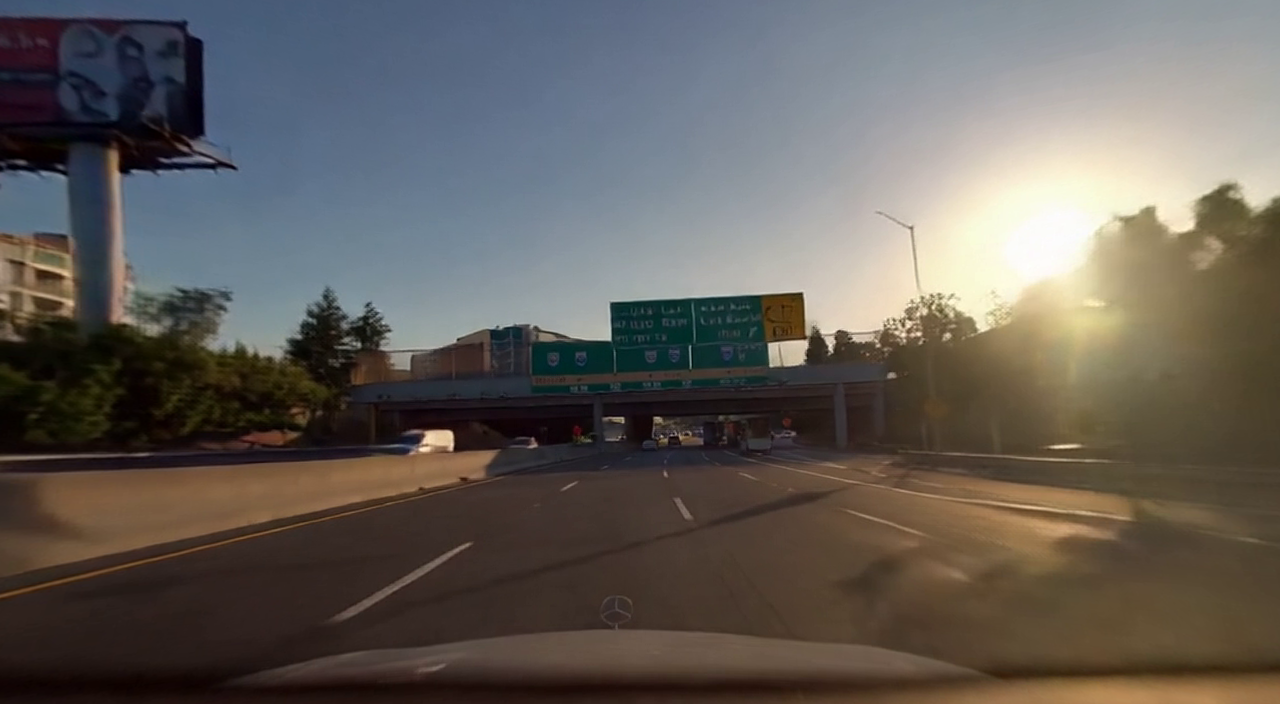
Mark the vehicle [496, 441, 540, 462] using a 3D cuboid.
[{"bbox_3d":[-9.038,7.439,47.248,2.327,1.492,4.540,0,-8,1],"label":"vehicle"}]

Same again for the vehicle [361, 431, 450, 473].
[{"bbox_3d":[-11.594,5.006,31.809,2.196,1.925,5.563,-1,-8,2],"label":"vehicle"}]
